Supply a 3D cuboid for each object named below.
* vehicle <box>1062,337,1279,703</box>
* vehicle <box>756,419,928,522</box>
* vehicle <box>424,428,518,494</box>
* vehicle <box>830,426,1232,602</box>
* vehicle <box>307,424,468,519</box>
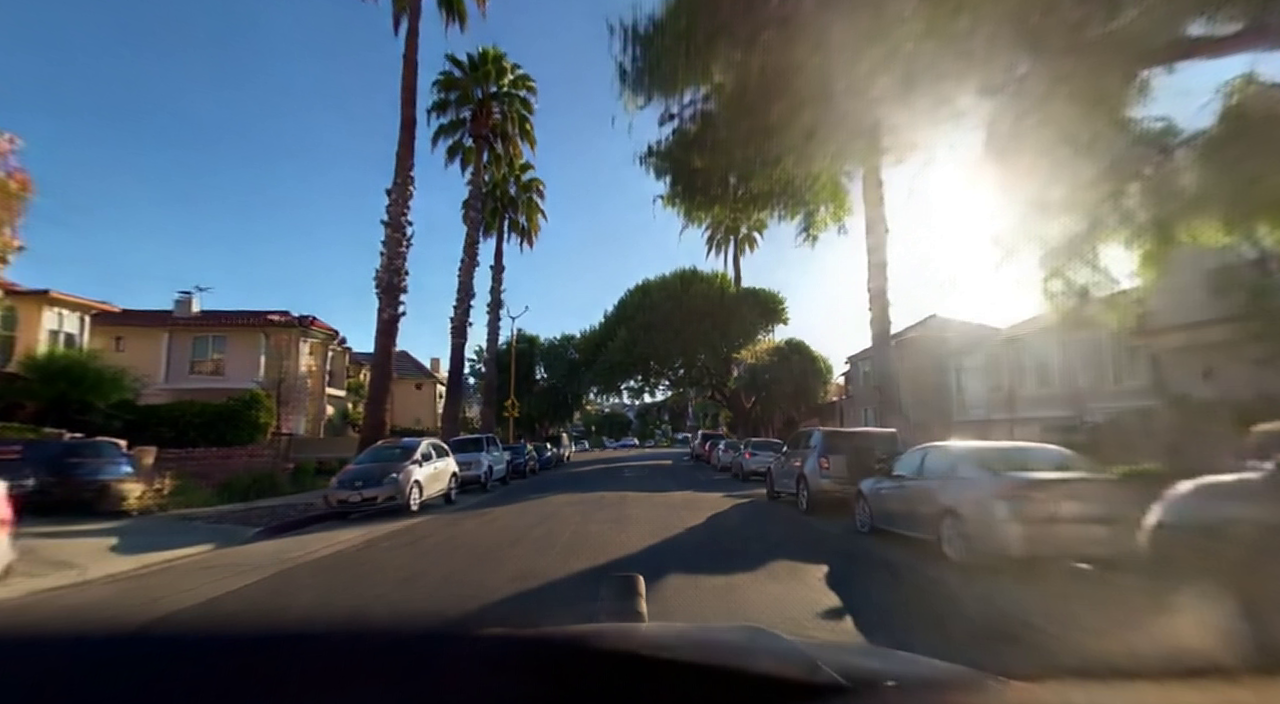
[{"bbox_3d":[4.107,0.761,2.254,1.964,1.889,4.708,0,-8,1],"label":"vehicle"},{"bbox_3d":[4.018,2.442,13.598,2.116,1.817,4.652,0,-8,-1],"label":"vehicle"},{"bbox_3d":[-5.321,3.485,20.658,1.963,1.859,4.884,0,-8,-3],"label":"vehicle"},{"bbox_3d":[4.153,1.766,7.999,1.870,1.506,4.897,0,-8,-1],"label":"vehicle"},{"bbox_3d":[-5.505,2.639,14.508,1.947,1.803,4.381,0,-8,-1],"label":"vehicle"}]
